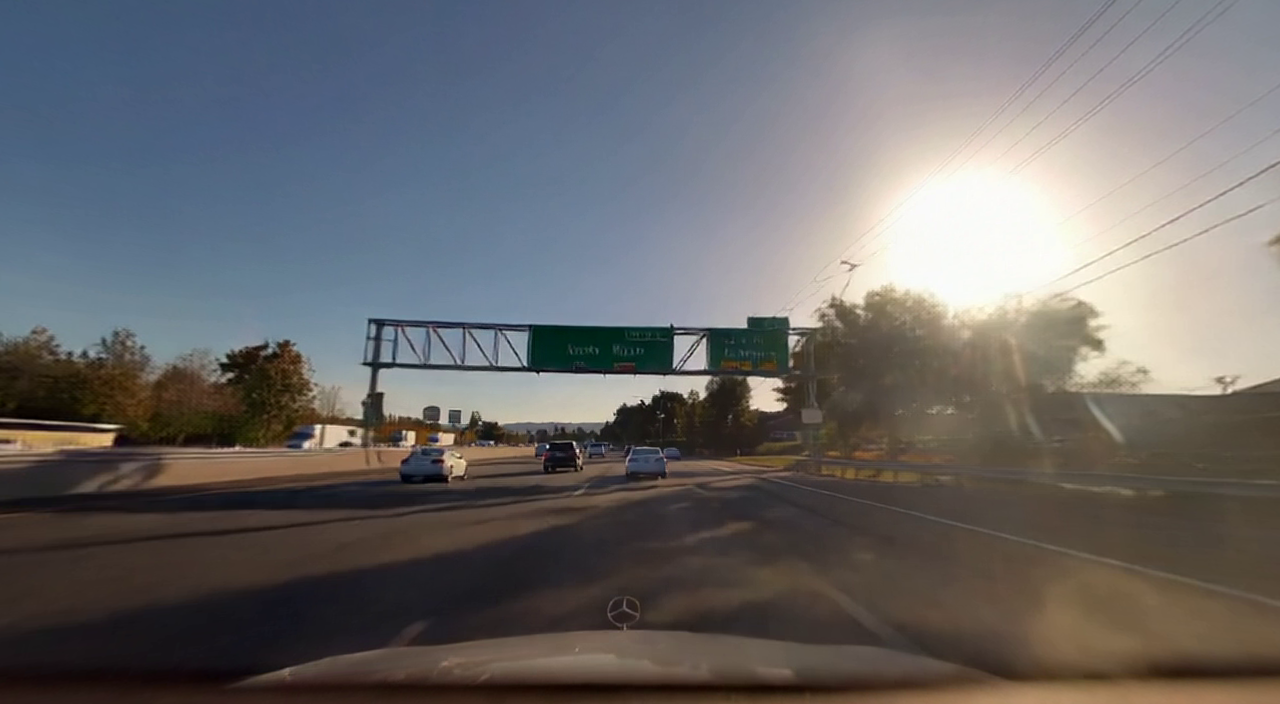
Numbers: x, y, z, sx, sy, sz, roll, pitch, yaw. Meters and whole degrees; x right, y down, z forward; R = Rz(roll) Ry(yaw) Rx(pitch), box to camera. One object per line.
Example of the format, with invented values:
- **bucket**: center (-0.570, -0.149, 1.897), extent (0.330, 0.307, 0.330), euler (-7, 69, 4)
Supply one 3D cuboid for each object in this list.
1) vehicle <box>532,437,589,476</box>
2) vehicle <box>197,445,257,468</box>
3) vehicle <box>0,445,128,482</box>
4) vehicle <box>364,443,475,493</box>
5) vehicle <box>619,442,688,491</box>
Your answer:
- **vehicle**: center (-3.818, 5.134, 31.164), extent (2.289, 1.777, 4.534), euler (0, -8, -1)
- **vehicle**: center (-30.213, 7.599, 46.246), extent (1.822, 1.595, 4.076), euler (1, -8, -4)
- **vehicle**: center (-25.230, 4.871, 27.821), extent (1.868, 1.480, 4.180), euler (0, -8, -3)
- **vehicle**: center (-7.174, 3.791, 21.133), extent (1.974, 1.464, 4.733), euler (0, -8, 0)
- **vehicle**: center (0.364, 3.800, 21.337), extent (2.082, 1.482, 4.126), euler (0, -8, -1)
